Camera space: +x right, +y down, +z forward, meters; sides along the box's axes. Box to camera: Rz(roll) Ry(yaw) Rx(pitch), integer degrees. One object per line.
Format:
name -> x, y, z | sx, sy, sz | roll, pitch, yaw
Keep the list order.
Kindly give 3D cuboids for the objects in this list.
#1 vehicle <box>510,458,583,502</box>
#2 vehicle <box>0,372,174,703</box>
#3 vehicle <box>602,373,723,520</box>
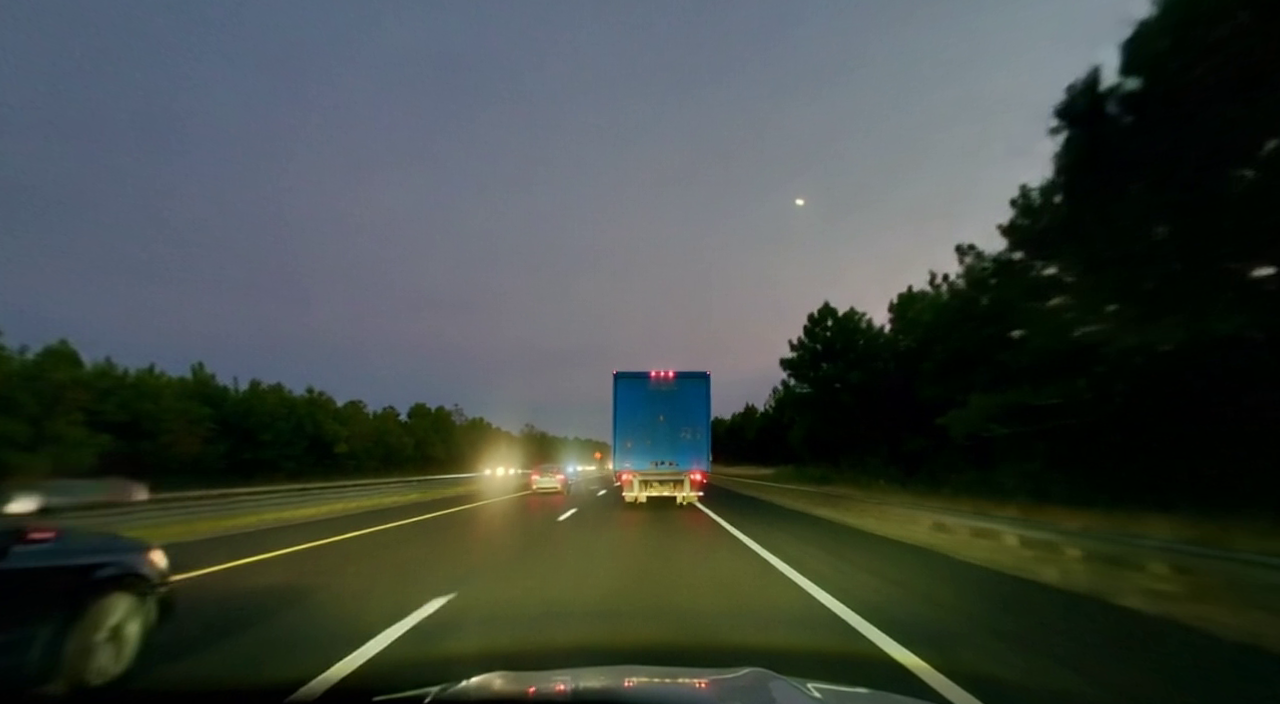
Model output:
vehicle -> -3.594, 5.053, 25.125 | 2.079, 1.506, 4.821 | 0, -10, 1
vehicle -> -3.828, 0.687, 1.361 | 2.076, 1.691, 4.555 | 1, -10, 0
vehicle -> 0.589, 3.209, 20.703 | 3.008, 3.678, 9.512 | 1, -10, 0
